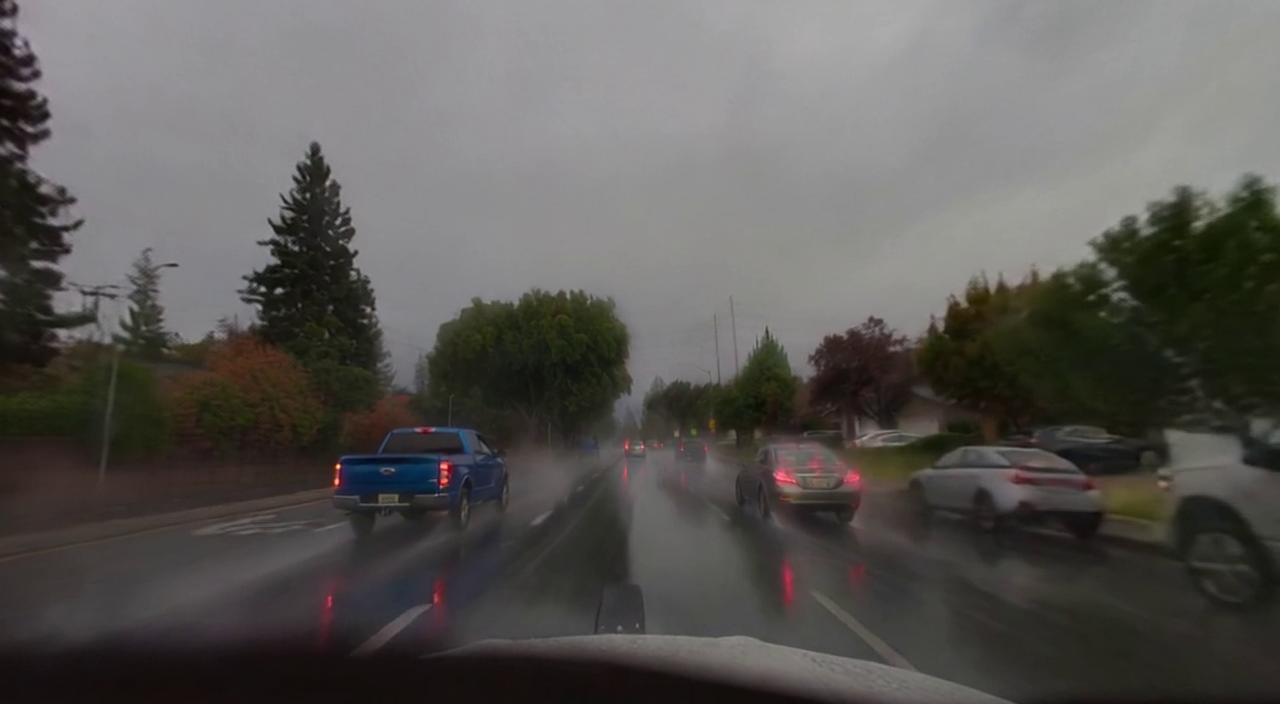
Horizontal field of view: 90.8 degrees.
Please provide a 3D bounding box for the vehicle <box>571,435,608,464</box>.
[{"bbox_3d":[-3.456,6.750,43.831,2.218,1.829,4.492,-1,-8,0],"label":"vehicle"}]

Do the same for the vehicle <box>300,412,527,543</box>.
[{"bbox_3d":[-3.547,2.090,11.258,2.111,1.745,5.274,-1,-8,0],"label":"vehicle"}]

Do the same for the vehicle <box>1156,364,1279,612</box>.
[{"bbox_3d":[6.315,0.936,3.998,2.012,2.032,4.728,-1,-8,0],"label":"vehicle"}]

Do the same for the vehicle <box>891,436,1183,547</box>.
[{"bbox_3d":[6.267,2.220,10.841,1.940,1.445,4.629,-1,-9,-1],"label":"vehicle"}]

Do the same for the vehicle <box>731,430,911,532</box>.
[{"bbox_3d":[2.969,2.204,11.417,1.884,1.463,4.195,0,-8,-2],"label":"vehicle"}]

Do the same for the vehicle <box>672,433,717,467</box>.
[{"bbox_3d":[3.125,5.747,37.147,2.099,1.845,4.363,0,-8,-2],"label":"vehicle"}]
